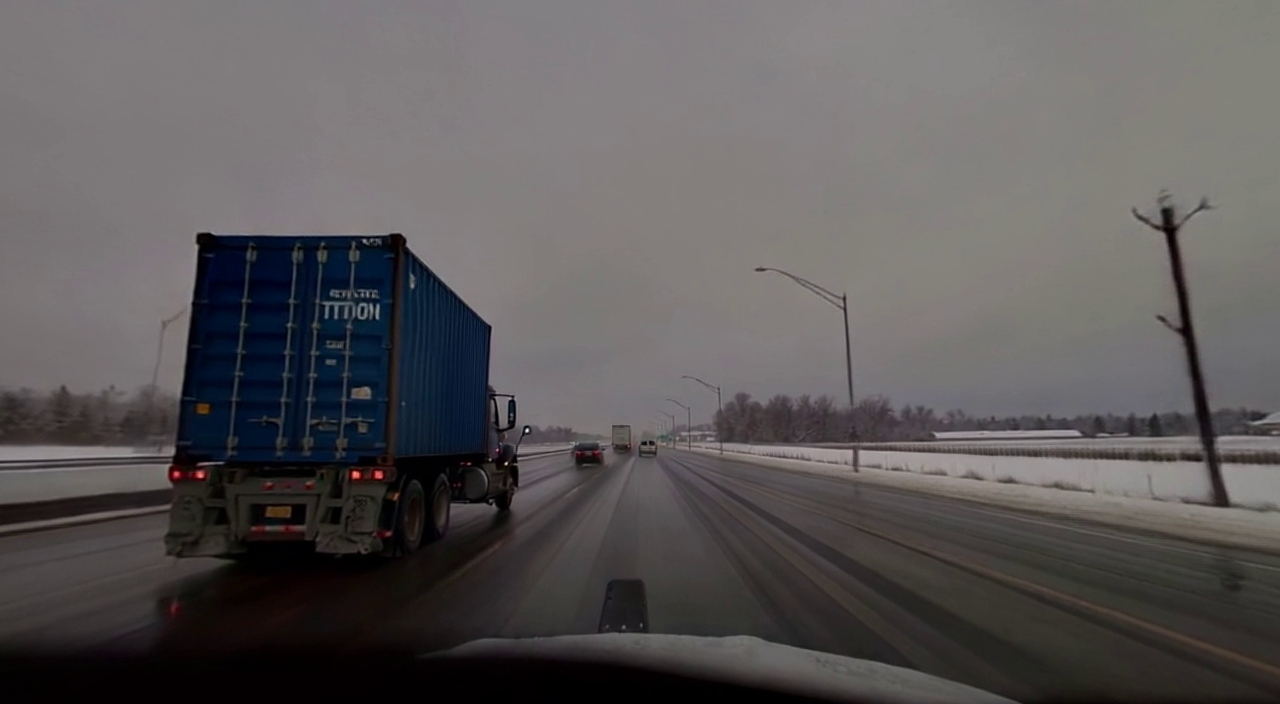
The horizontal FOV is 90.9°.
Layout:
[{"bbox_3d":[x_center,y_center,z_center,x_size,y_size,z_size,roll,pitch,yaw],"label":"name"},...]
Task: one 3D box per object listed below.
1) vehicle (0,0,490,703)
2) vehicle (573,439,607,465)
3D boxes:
[{"bbox_3d":[-3.994,-0.126,3.174,2.840,4.032,13.388,0,-8,2],"label":"vehicle"},{"bbox_3d":[-3.458,6.976,44.177,1.995,1.745,4.187,0,-8,1],"label":"vehicle"}]
